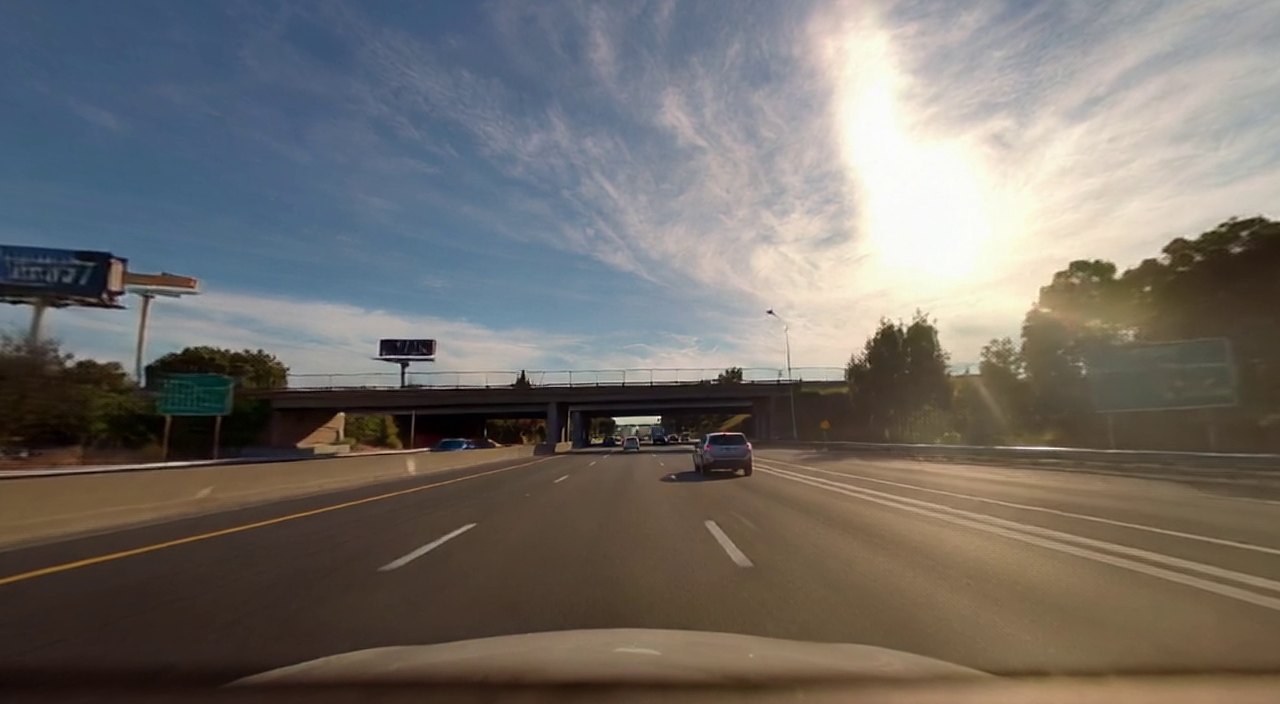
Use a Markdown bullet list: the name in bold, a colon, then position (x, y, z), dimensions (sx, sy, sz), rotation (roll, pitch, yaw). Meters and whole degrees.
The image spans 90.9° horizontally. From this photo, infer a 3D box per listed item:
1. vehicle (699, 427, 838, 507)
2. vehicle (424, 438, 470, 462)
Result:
- **vehicle**: position (2.895, 2.716, 15.551), dimensions (2.240, 1.646, 4.949), rotation (1, -8, -2)
- **vehicle**: position (-12.374, 6.304, 40.583), dimensions (1.835, 1.425, 3.515), rotation (0, -8, 1)
